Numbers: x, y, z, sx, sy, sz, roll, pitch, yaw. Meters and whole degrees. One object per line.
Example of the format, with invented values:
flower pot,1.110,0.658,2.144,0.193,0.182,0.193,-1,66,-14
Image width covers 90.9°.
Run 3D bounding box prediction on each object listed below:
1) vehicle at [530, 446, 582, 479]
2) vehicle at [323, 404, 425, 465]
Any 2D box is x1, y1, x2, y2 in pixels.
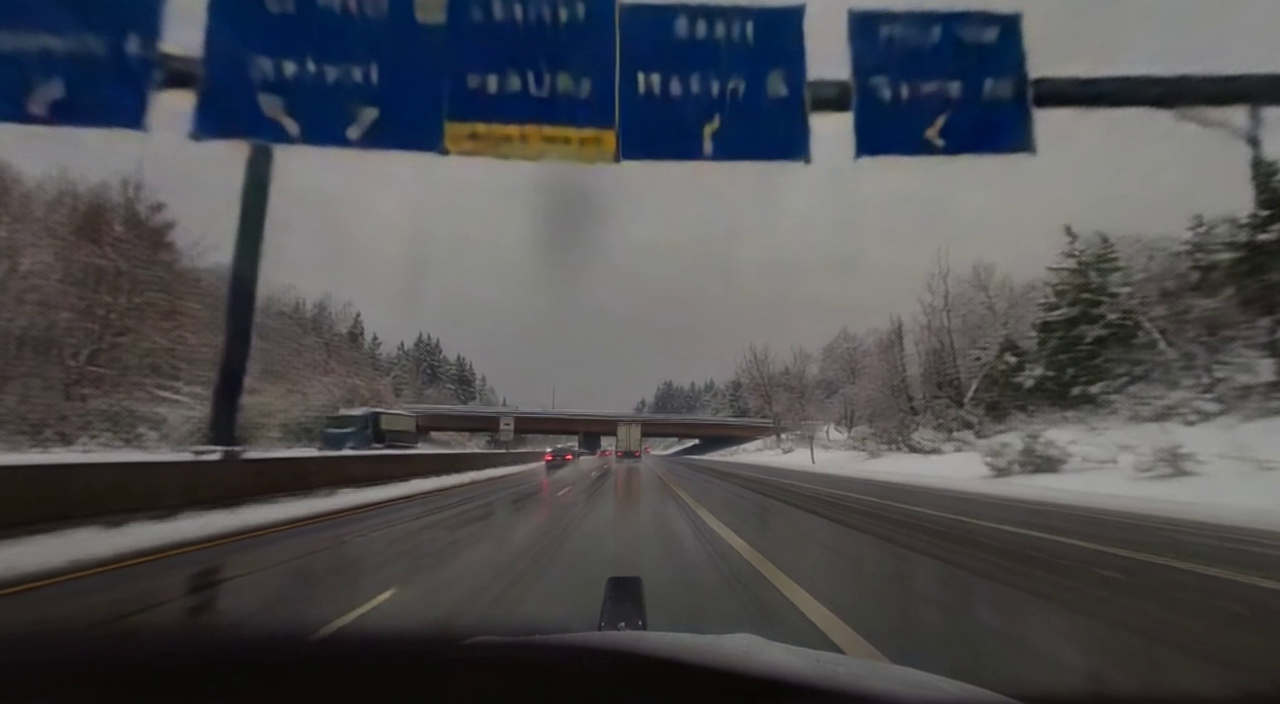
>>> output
vehicle,-4.134,5.511,31.719,2.042,1.526,4.516,0,-9,0
vehicle,-16.965,5.434,40.956,2.946,3.523,8.294,0,-9,0
